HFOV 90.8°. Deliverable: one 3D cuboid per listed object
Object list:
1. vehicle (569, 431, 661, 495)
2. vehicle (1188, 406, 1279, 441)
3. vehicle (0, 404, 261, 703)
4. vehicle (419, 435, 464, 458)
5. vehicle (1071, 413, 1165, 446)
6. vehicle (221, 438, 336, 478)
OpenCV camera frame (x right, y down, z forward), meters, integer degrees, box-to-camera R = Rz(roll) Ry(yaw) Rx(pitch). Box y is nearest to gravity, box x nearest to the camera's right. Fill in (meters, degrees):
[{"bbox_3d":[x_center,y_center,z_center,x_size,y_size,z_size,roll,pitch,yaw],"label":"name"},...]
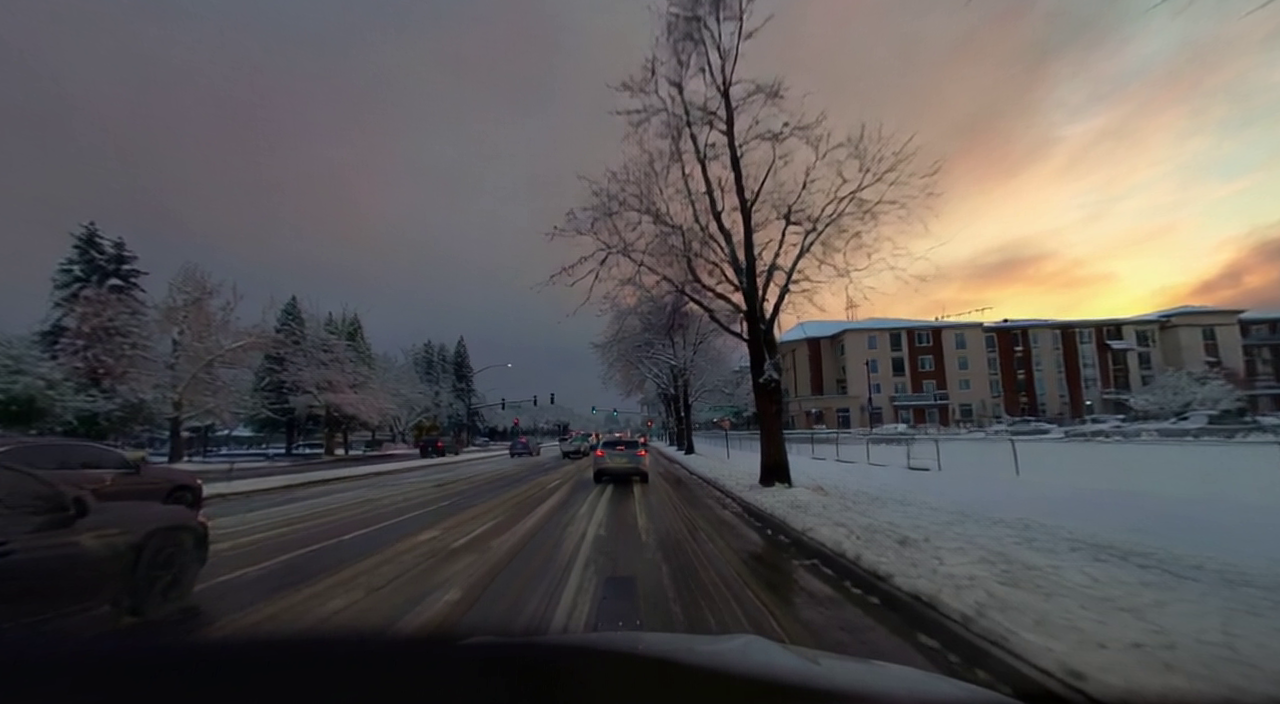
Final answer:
[{"bbox_3d":[-0.623,2.882,16.764,2.099,1.469,4.389,0,-8,-1],"label":"vehicle"},{"bbox_3d":[26.566,3.139,27.722,3.512,1.415,1.722,0,-9,-5],"label":"vehicle"},{"bbox_3d":[-4.142,0.977,2.805,2.032,1.515,4.641,0,-8,0],"label":"vehicle"},{"bbox_3d":[-15.248,7.312,48.819,2.064,1.686,4.380,0,-8,0],"label":"vehicle"},{"bbox_3d":[24.810,4.040,32.837,3.437,1.408,1.759,-3,-9,-5],"label":"vehicle"},{"bbox_3d":[-14.562,4.287,25.807,2.024,1.484,4.592,0,-8,-1],"label":"vehicle"}]
